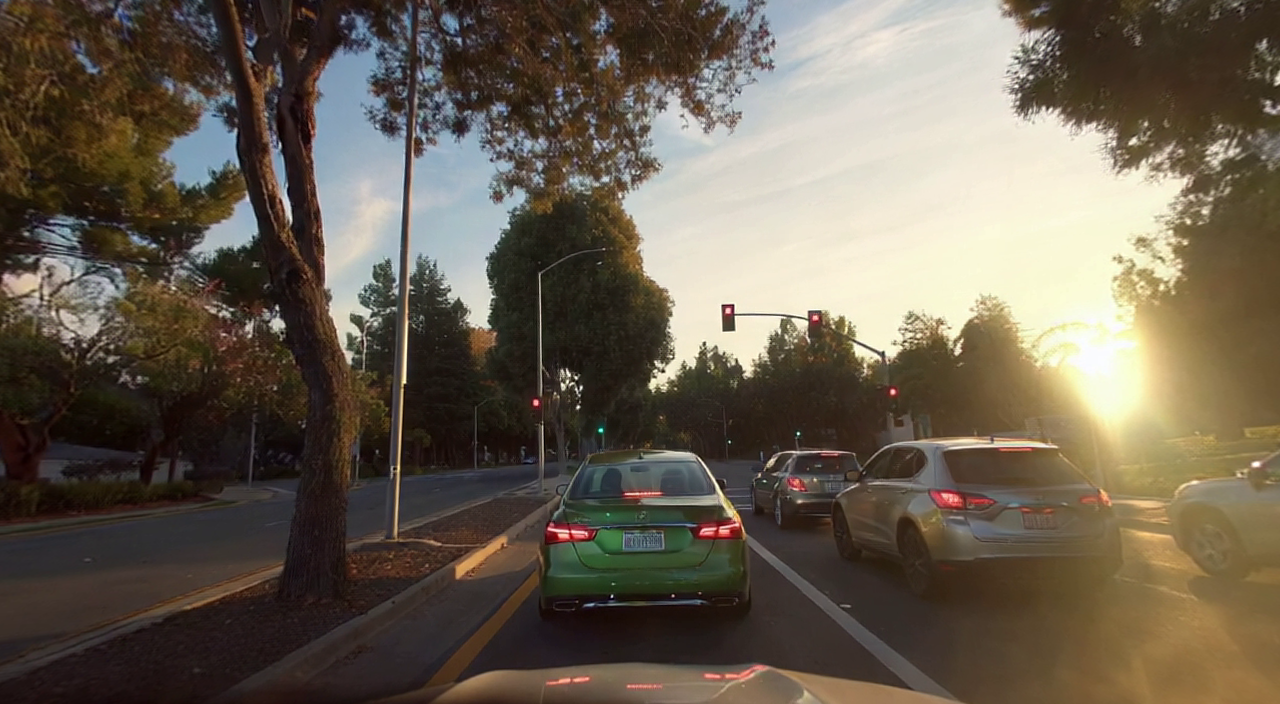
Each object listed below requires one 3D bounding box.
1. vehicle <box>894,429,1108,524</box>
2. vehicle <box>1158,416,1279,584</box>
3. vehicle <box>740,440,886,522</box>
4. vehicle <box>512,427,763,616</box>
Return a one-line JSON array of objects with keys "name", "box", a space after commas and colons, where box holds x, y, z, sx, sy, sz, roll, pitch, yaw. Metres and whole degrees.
[{"name": "vehicle", "box": [7.022, 2.465, 12.897, 1.923, 1.611, 4.094, 0, -9, 0]}, {"name": "vehicle", "box": [6.941, 1.333, 5.560, 1.783, 1.572, 3.421, 0, -9, 1]}, {"name": "vehicle", "box": [3.527, 2.721, 13.823, 1.934, 1.494, 4.446, 0, -9, 0]}, {"name": "vehicle", "box": [0.007, 1.678, 7.101, 2.015, 1.502, 3.898, 0, -9, 1]}]
